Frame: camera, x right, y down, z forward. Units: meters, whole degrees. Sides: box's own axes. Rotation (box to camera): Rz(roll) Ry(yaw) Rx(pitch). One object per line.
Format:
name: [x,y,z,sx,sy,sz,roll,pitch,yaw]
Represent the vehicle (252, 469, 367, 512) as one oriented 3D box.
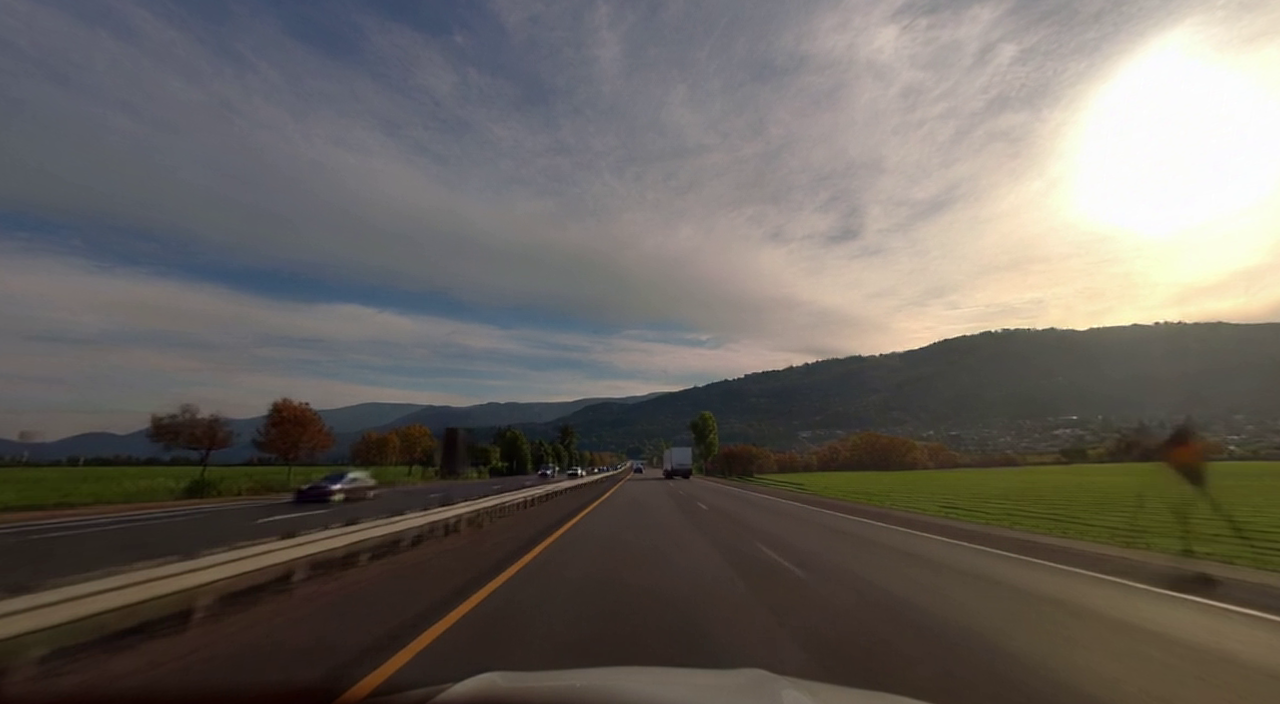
vehicle: [-12.752,5.352,24.645,1.884,1.497,4.704,0,-10,1]
